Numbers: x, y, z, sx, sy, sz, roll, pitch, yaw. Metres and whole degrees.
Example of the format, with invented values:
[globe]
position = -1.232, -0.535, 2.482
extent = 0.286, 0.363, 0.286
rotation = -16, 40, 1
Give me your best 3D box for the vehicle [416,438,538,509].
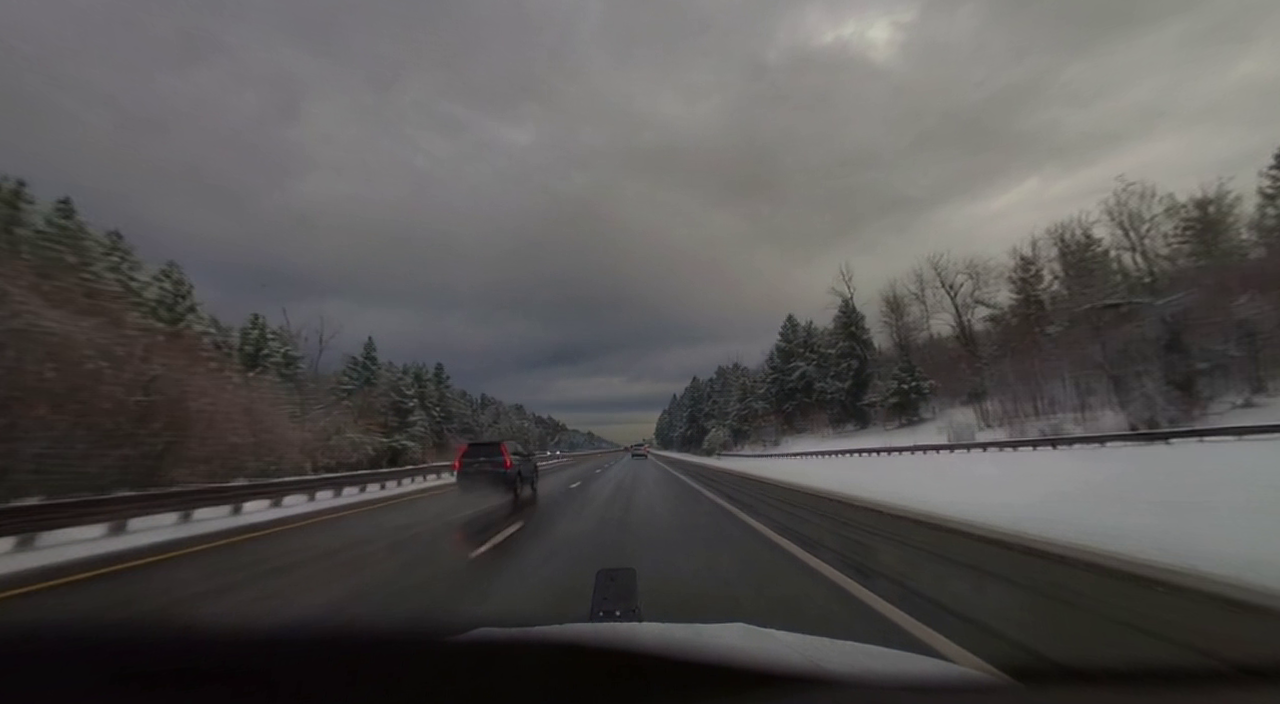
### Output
[vehicle]
position = -4.108, 3.139, 16.686
extent = 1.958, 1.587, 4.801
rotation = 0, -9, 0
